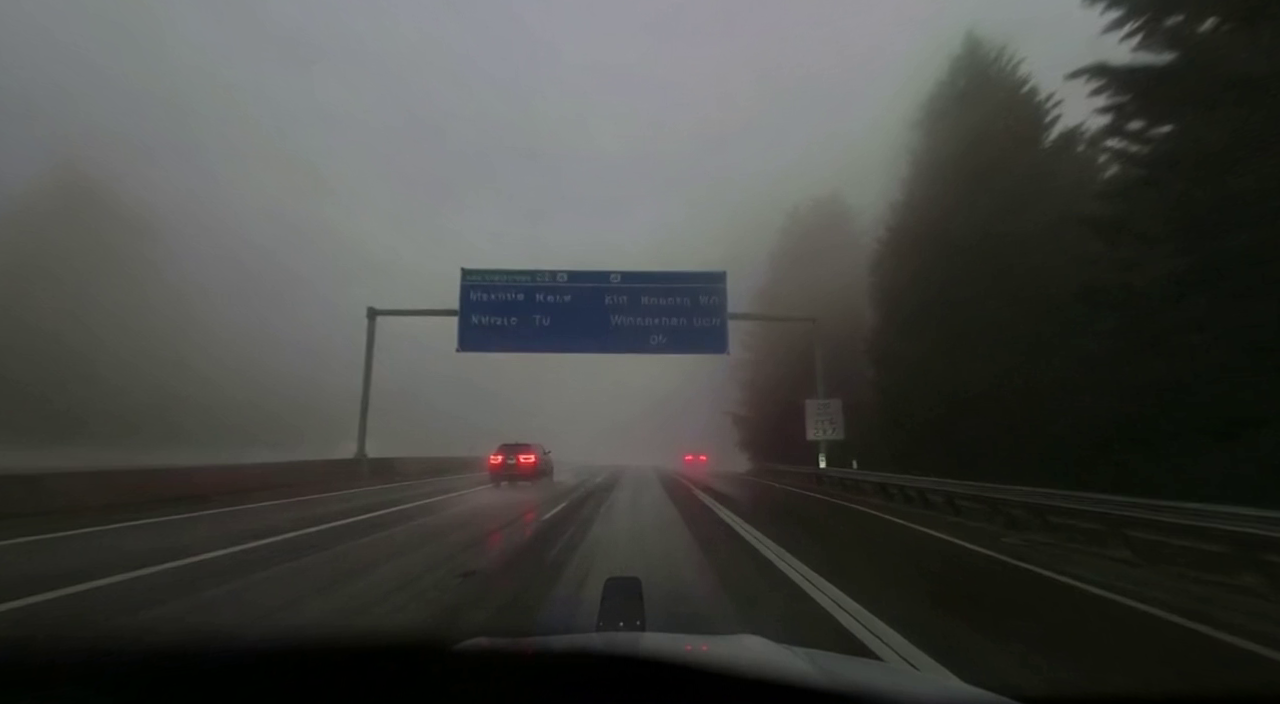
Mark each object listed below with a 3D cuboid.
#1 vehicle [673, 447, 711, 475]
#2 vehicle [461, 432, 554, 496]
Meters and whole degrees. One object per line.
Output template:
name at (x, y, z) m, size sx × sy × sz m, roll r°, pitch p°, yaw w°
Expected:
vehicle at (3.386, 7.173, 41.888) m, size 2.133 × 1.746 × 4.511 m, roll 0°, pitch -9°, yaw 0°
vehicle at (-4.564, 3.955, 22.596) m, size 2.278 × 2.054 × 4.498 m, roll 0°, pitch -9°, yaw 1°
